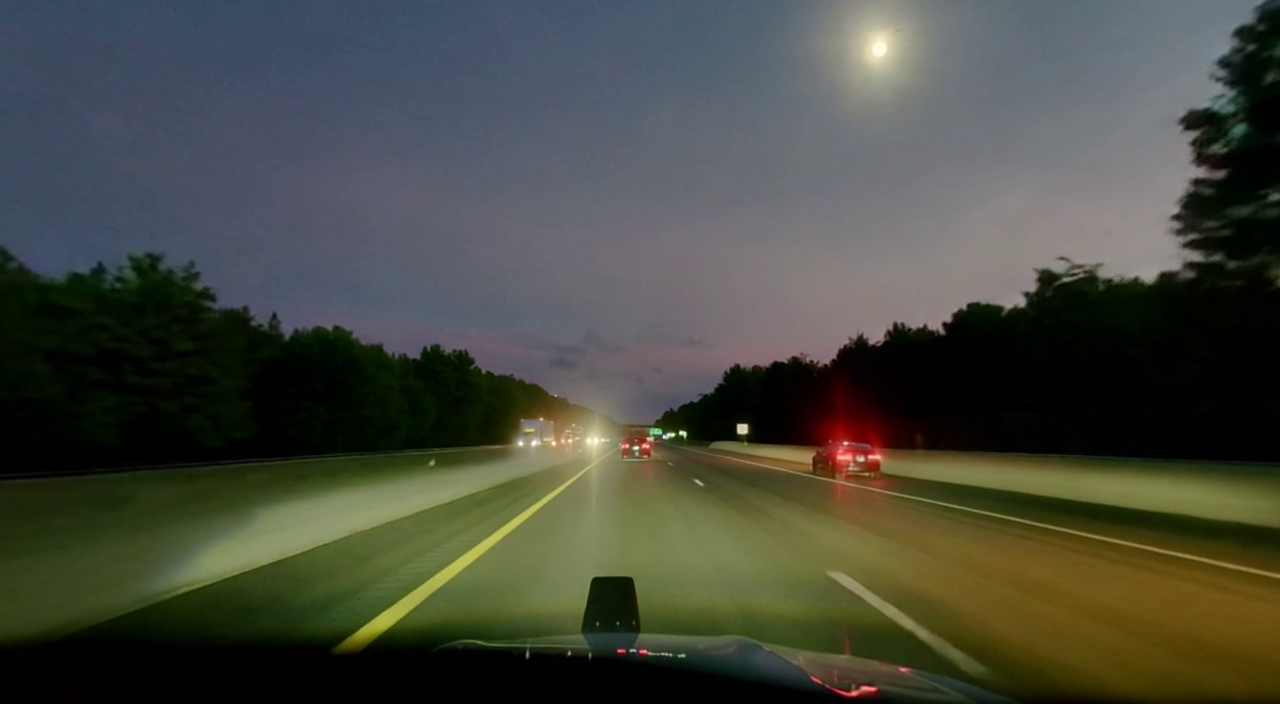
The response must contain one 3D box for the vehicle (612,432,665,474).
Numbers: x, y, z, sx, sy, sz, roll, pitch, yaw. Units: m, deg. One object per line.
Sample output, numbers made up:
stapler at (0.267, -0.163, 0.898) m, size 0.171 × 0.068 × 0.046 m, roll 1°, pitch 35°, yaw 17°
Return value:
vehicle at (-0.088, 3.856, 24.276) m, size 1.897 × 1.479 × 3.724 m, roll 0°, pitch -8°, yaw -1°
